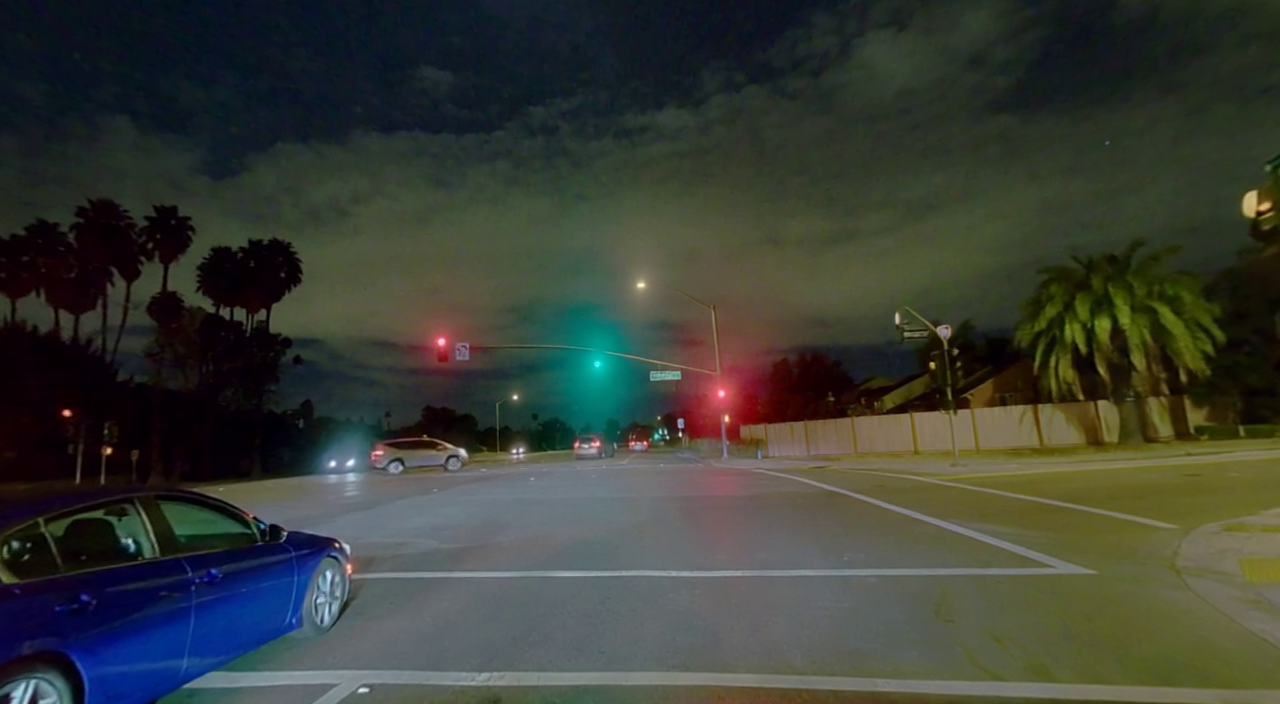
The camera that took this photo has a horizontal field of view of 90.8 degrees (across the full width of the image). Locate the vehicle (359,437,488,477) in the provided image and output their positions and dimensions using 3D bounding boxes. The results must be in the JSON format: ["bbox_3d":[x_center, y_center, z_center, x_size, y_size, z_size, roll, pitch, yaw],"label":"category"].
[{"bbox_3d":[-9.076,4.429,26.862,2.083,1.541,4.777,-7,-11,38],"label":"vehicle"}]

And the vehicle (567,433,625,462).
[{"bbox_3d":[-2.822,6.347,42.034,2.393,1.775,5.204,-2,-9,14],"label":"vehicle"}]

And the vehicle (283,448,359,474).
[{"bbox_3d":[-19.963,6.828,39.798,2.084,1.528,4.778,-1,-9,2],"label":"vehicle"}]
